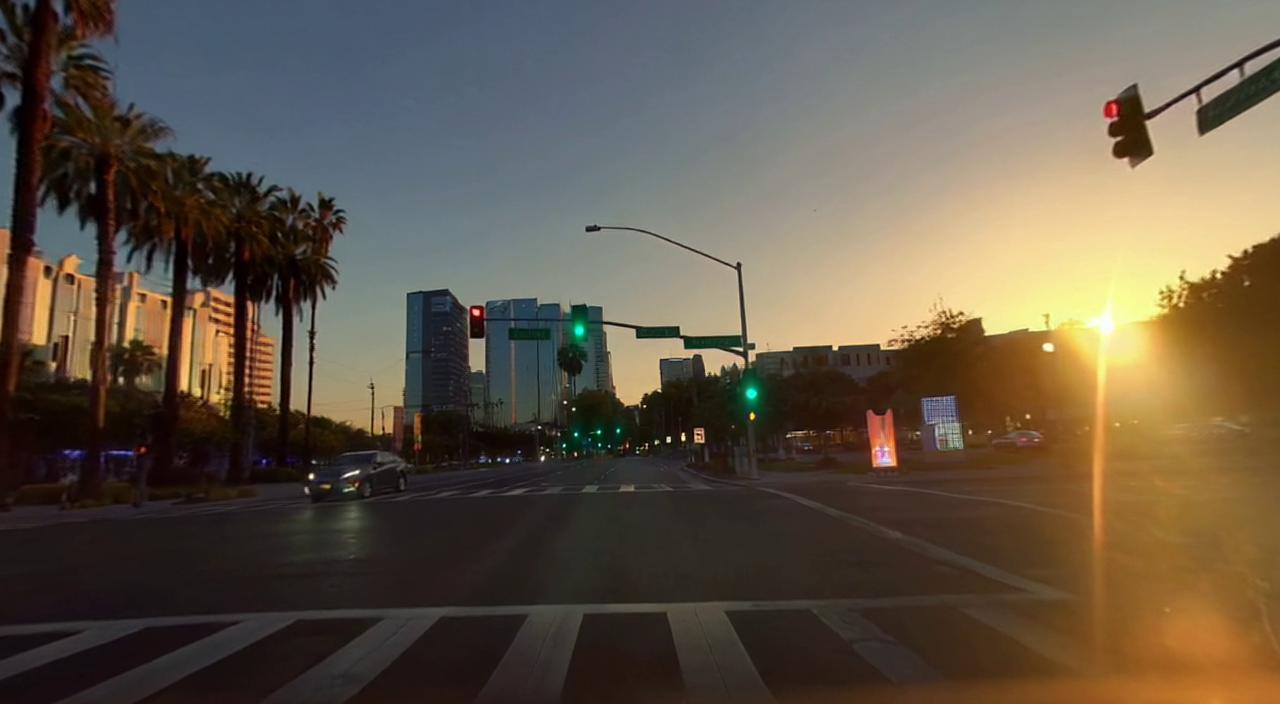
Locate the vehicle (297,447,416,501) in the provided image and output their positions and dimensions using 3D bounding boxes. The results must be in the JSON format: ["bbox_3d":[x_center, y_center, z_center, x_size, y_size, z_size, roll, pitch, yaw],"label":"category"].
[{"bbox_3d":[-10.730,4.605,24.332,2.270,1.833,4.860,0,-9,1],"label":"vehicle"}]
